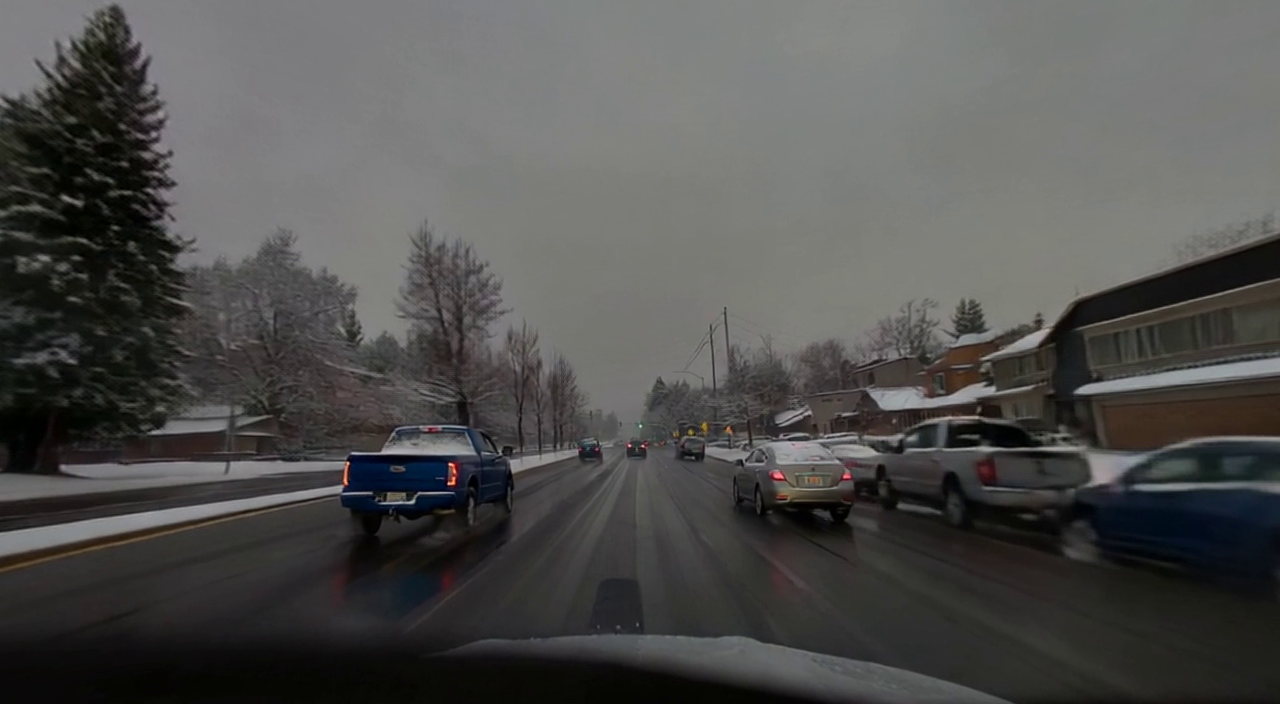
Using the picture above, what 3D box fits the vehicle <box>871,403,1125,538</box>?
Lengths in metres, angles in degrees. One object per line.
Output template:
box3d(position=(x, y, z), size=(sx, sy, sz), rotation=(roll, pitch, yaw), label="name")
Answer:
box3d(position=(6.314, 2.144, 12.034), size=(2.012, 2.032, 4.728), rotation=(0, -8, 0), label="vehicle")

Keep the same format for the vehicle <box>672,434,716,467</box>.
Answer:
box3d(position=(3.162, 5.897, 37.925), size=(2.099, 1.845, 4.363), rotation=(0, -8, -2), label="vehicle")

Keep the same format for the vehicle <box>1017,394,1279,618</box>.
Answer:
box3d(position=(6.329, 1.441, 6.355), size=(2.031, 1.837, 4.822), rotation=(0, -8, 0), label="vehicle")

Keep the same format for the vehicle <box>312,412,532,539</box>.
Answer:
box3d(position=(-3.490, 2.109, 11.478), size=(2.111, 1.745, 5.274), rotation=(0, -8, 0), label="vehicle")

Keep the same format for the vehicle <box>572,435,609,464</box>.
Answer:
box3d(position=(-3.385, 6.777, 44.021), size=(2.218, 1.829, 4.492), rotation=(0, -8, 0), label="vehicle")

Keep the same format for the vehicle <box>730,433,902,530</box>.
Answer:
box3d(position=(2.992, 2.289, 11.789), size=(1.884, 1.463, 4.195), rotation=(0, -8, -2), label="vehicle")
